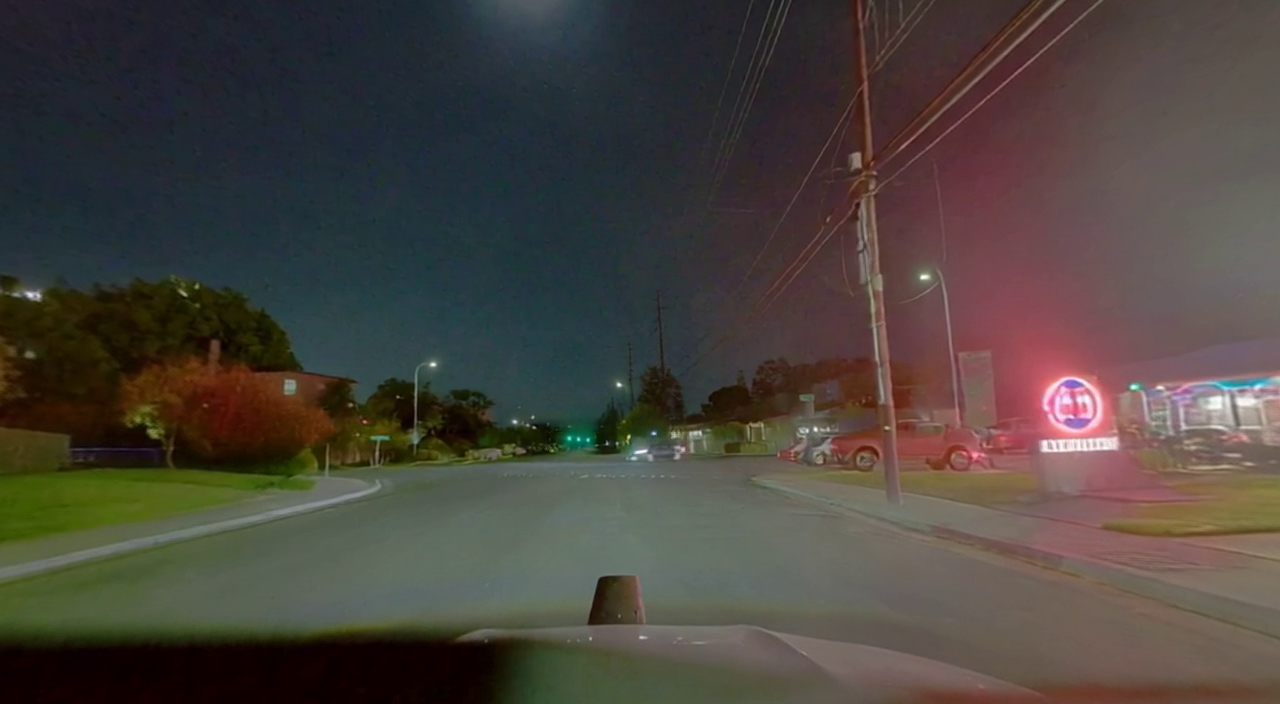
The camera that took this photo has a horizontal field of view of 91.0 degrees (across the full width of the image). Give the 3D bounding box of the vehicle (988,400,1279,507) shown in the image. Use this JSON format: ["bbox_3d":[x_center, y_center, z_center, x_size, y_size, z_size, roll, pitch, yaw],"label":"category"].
[{"bbox_3d":[10.106,1.835,11.590,6.000,1.740,2.356,0,-8,-2],"label":"vehicle"}]

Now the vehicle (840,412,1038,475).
[{"bbox_3d":[10.067,3.143,21.609,5.593,1.993,2.233,0,-8,0],"label":"vehicle"}]
